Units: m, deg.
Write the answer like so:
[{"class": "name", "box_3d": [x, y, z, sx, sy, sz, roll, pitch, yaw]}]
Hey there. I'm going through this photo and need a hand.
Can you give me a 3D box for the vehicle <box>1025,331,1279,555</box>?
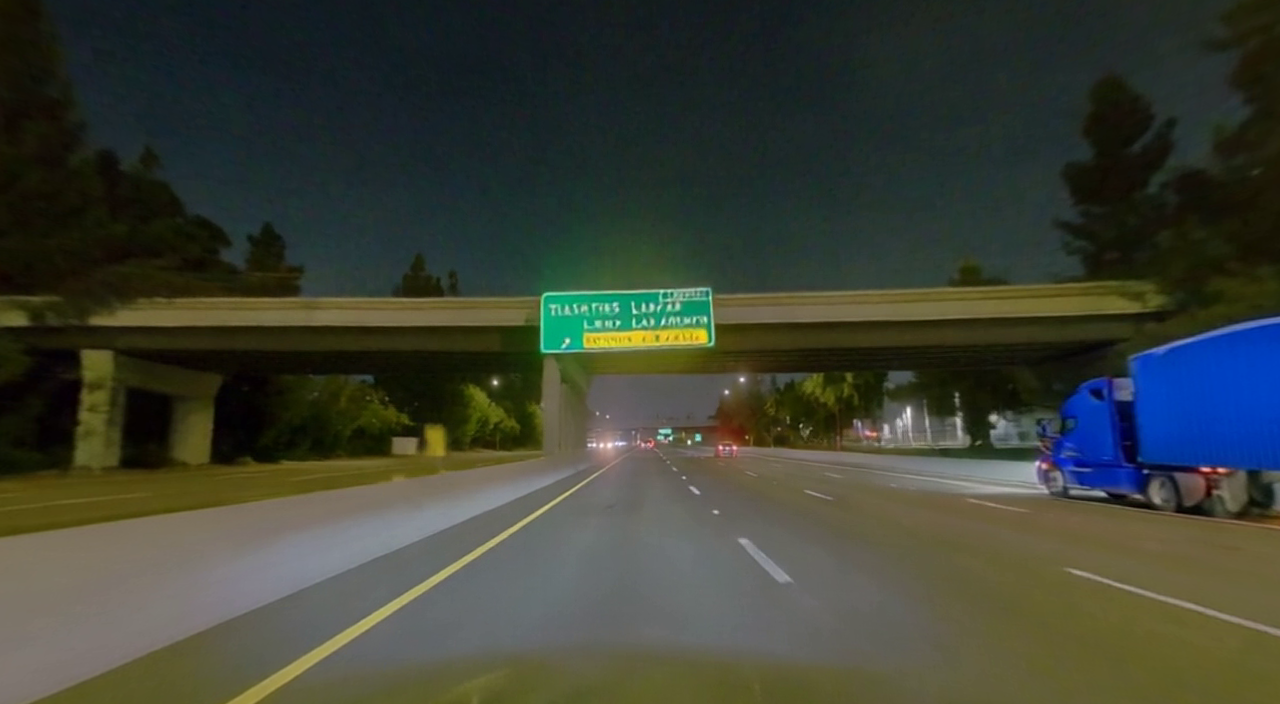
[{"class": "vehicle", "box_3d": [10.767, 1.379, 9.554, 2.960, 3.207, 10.950, 0, -8, 0]}]
